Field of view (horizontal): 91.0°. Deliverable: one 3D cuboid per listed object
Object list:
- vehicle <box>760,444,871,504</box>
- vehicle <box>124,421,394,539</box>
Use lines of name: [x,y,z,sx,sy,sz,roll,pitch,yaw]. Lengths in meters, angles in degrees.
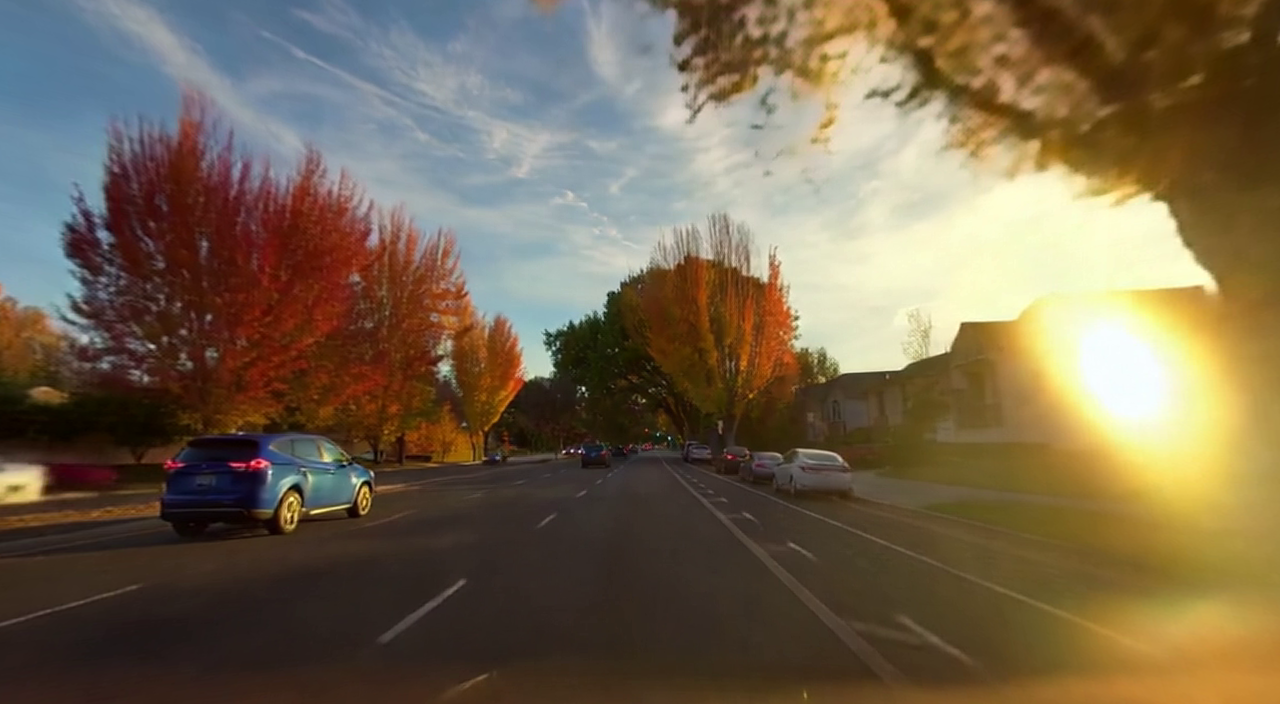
vehicle: [4.969,3.514,18.596,1.952,1.505,4.713,0,-9,0]
vehicle: [-6.496,2.237,11.557,2.034,1.711,4.512,0,-9,1]
